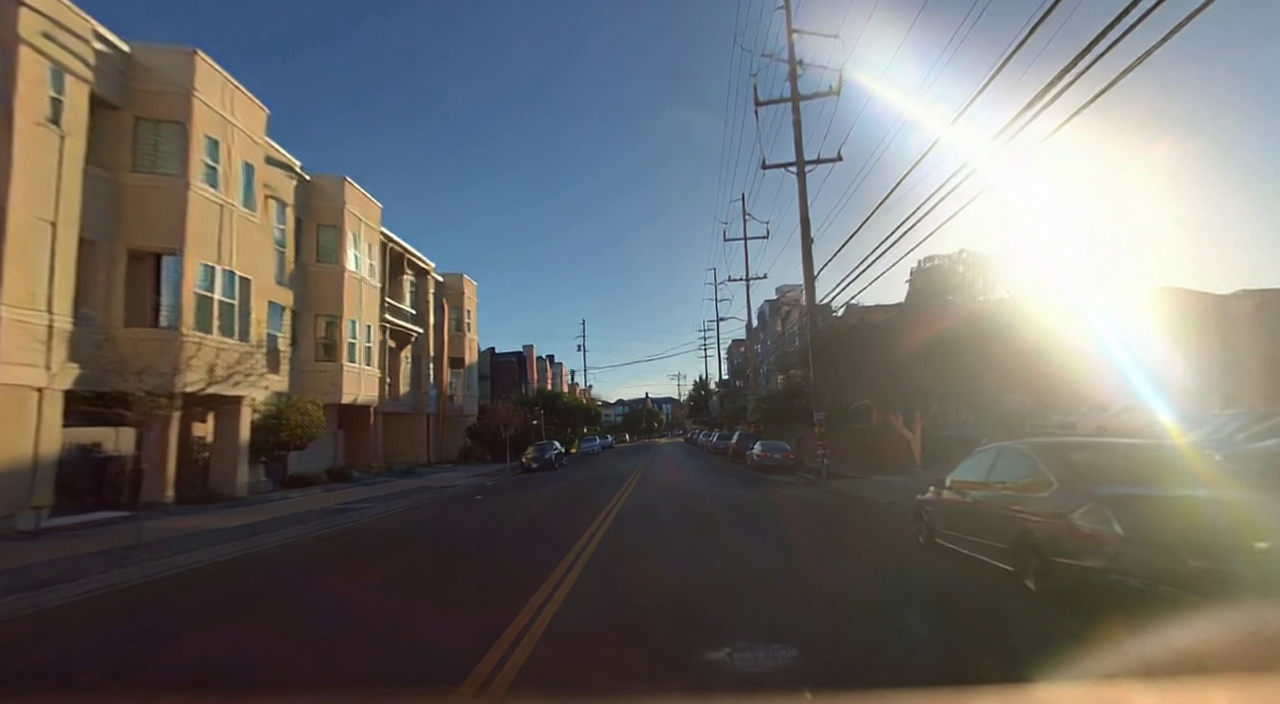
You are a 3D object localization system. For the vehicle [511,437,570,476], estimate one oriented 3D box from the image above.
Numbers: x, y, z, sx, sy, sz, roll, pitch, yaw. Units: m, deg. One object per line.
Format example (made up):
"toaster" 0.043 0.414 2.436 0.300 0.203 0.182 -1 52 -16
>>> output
"vehicle" -4.570 4.868 29.570 1.913 1.672 4.267 -1 -8 3

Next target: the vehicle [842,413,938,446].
"vehicle" 15.000 4.762 38.318 2.152 1.875 5.778 3 -8 -18

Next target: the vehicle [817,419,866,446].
"vehicle" 14.126 5.711 44.420 2.000 1.792 4.666 0 -8 1

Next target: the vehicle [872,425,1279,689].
"vehicle" 3.970 1.471 5.894 1.928 1.440 4.738 0 -8 2

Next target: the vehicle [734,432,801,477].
"vehicle" 4.908 3.998 24.849 1.914 1.591 3.892 0 -8 1
